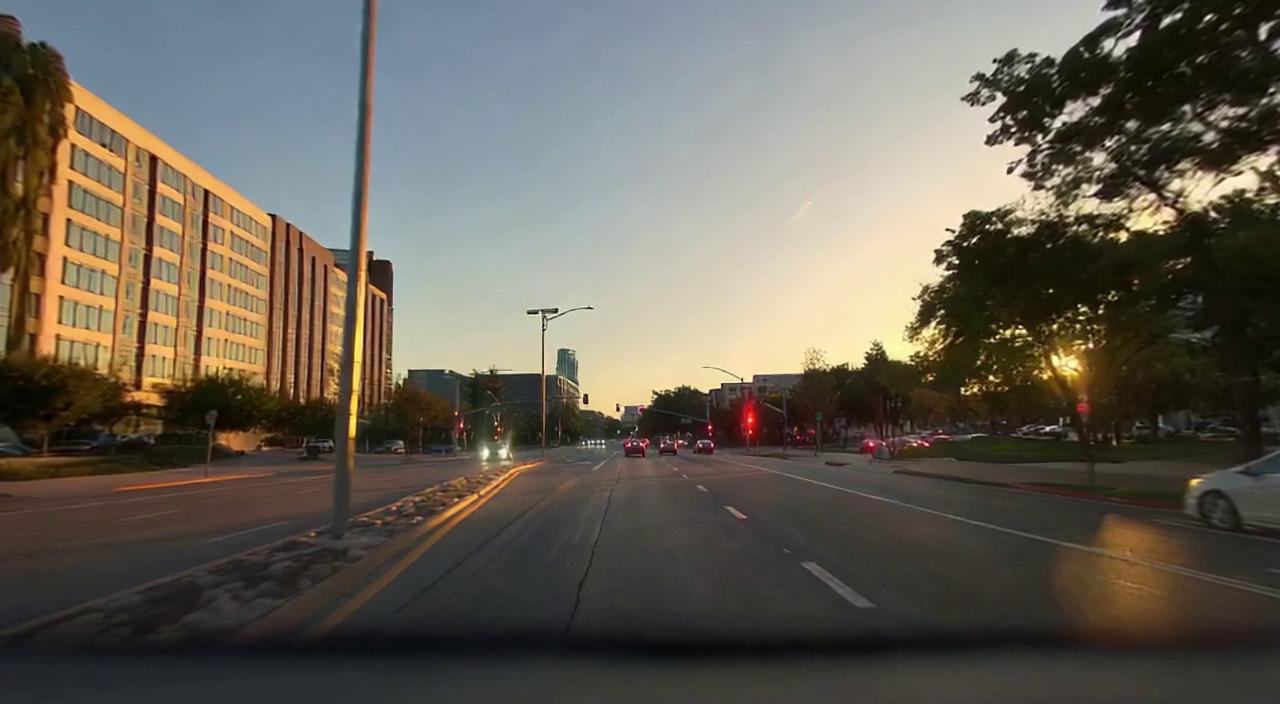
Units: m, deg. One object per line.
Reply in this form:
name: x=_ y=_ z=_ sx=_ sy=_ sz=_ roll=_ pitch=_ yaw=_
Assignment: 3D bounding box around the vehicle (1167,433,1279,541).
vehicle: x=10.244 y=1.853 z=8.471 sx=1.980 sy=1.543 sz=5.090 roll=0 pitch=-8 yaw=0
